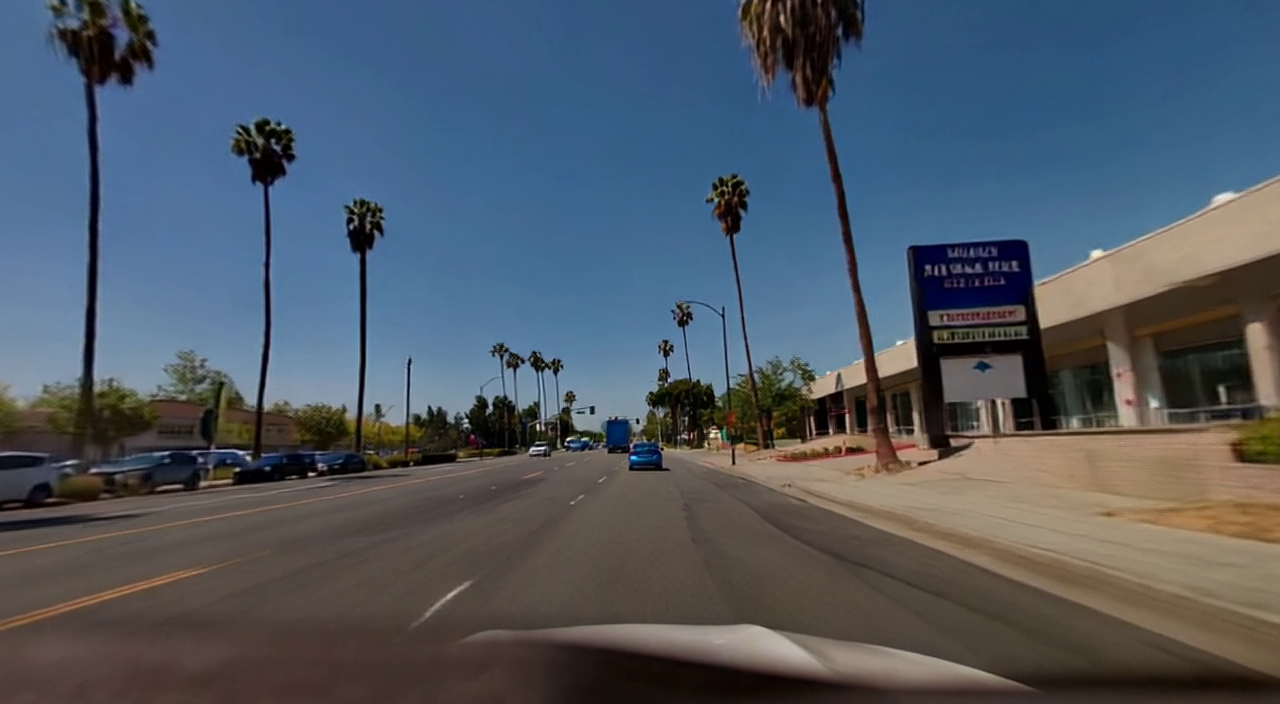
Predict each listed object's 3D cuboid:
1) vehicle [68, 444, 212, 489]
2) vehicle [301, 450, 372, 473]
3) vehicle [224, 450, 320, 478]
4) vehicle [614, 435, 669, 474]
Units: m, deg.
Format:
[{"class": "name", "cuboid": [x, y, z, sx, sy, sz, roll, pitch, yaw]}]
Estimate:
[{"class": "vehicle", "cuboid": [-21.825, 4.991, 27.525, 4.536, 1.838, 2.042, 0, -8, 2]}, {"class": "vehicle", "cuboid": [-21.476, 7.675, 44.367, 4.320, 1.496, 2.046, 4, -10, -28]}, {"class": "vehicle", "cuboid": [-21.253, 6.462, 36.436, 4.440, 1.498, 2.001, 3, -9, -20]}, {"class": "vehicle", "cuboid": [0.070, 4.313, 26.609, 2.144, 1.514, 4.063, 0, -8, 1]}]
